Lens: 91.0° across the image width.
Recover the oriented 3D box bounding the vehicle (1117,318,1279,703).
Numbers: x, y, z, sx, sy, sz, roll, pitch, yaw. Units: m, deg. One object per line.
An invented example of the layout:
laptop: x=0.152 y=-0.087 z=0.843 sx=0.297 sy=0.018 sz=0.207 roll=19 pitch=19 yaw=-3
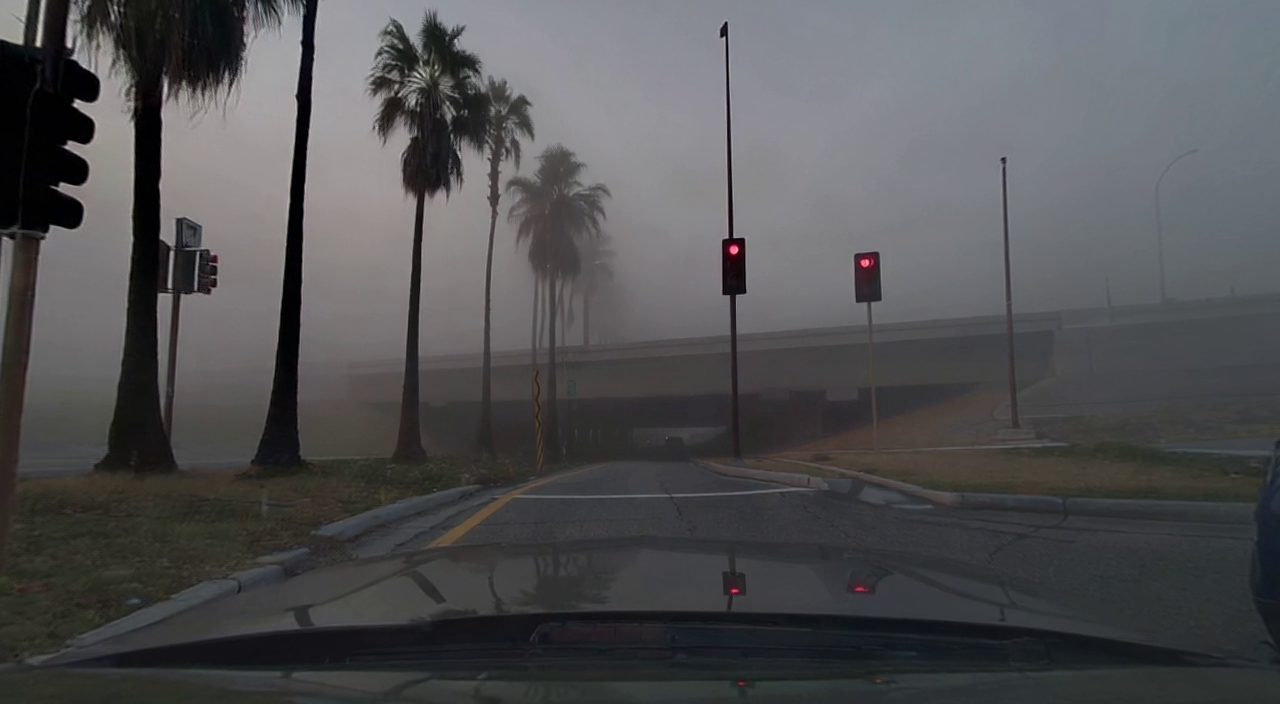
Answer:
vehicle: x=3.473 y=0.515 z=0.779 sx=2.028 sy=1.770 sz=4.737 roll=0 pitch=-9 yaw=0

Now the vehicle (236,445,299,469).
vehicle: x=-26.268 y=7.418 z=44.556 sx=1.941 sy=1.631 sz=4.017 roll=0 pitch=-9 yaw=0

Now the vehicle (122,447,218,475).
vehicle: x=-26.549 y=6.164 z=35.757 sx=1.830 sy=1.443 sz=4.551 roll=0 pitch=-9 yaw=2
